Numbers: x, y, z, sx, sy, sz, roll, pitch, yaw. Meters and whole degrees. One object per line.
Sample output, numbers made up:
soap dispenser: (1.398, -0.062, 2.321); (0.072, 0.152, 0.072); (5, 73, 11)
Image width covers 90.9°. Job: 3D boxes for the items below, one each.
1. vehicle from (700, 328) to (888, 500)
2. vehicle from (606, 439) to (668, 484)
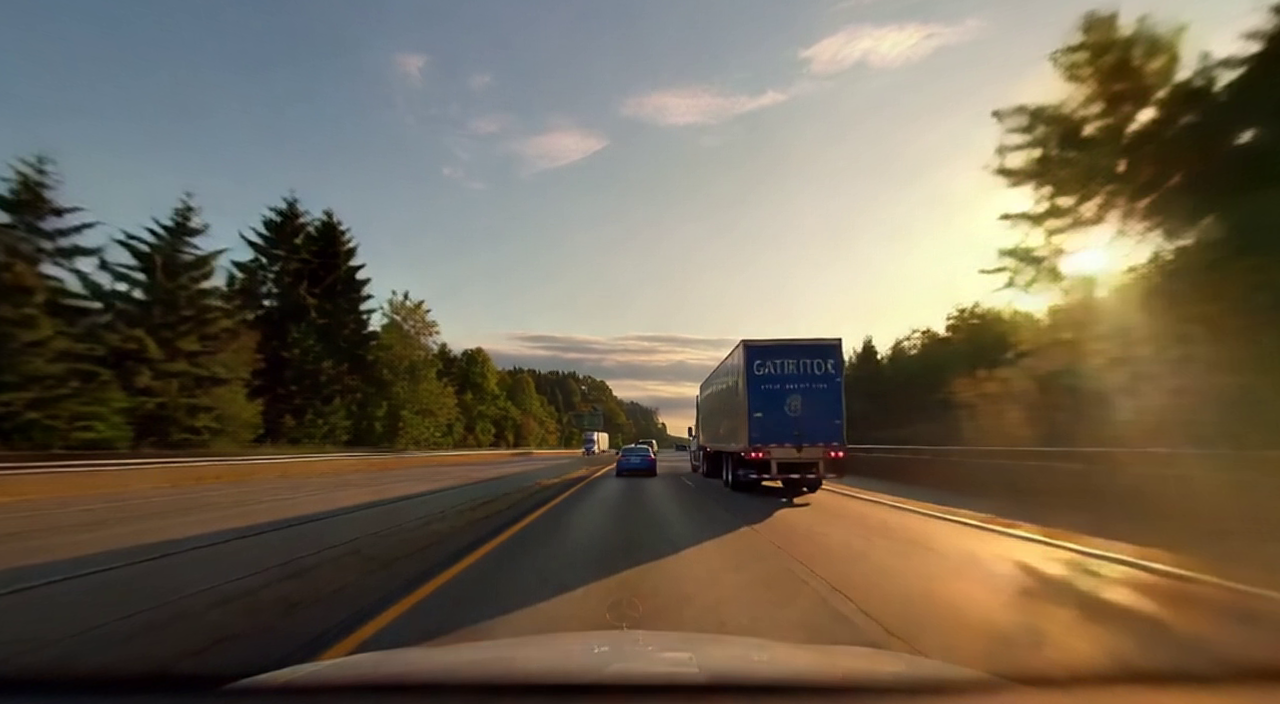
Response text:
vehicle: (4.280, 2.542, 22.104); (2.909, 4.074, 14.457); (0, -9, 0)
vehicle: (-0.095, 3.976, 23.097); (2.074, 1.475, 3.960); (0, -9, 0)
